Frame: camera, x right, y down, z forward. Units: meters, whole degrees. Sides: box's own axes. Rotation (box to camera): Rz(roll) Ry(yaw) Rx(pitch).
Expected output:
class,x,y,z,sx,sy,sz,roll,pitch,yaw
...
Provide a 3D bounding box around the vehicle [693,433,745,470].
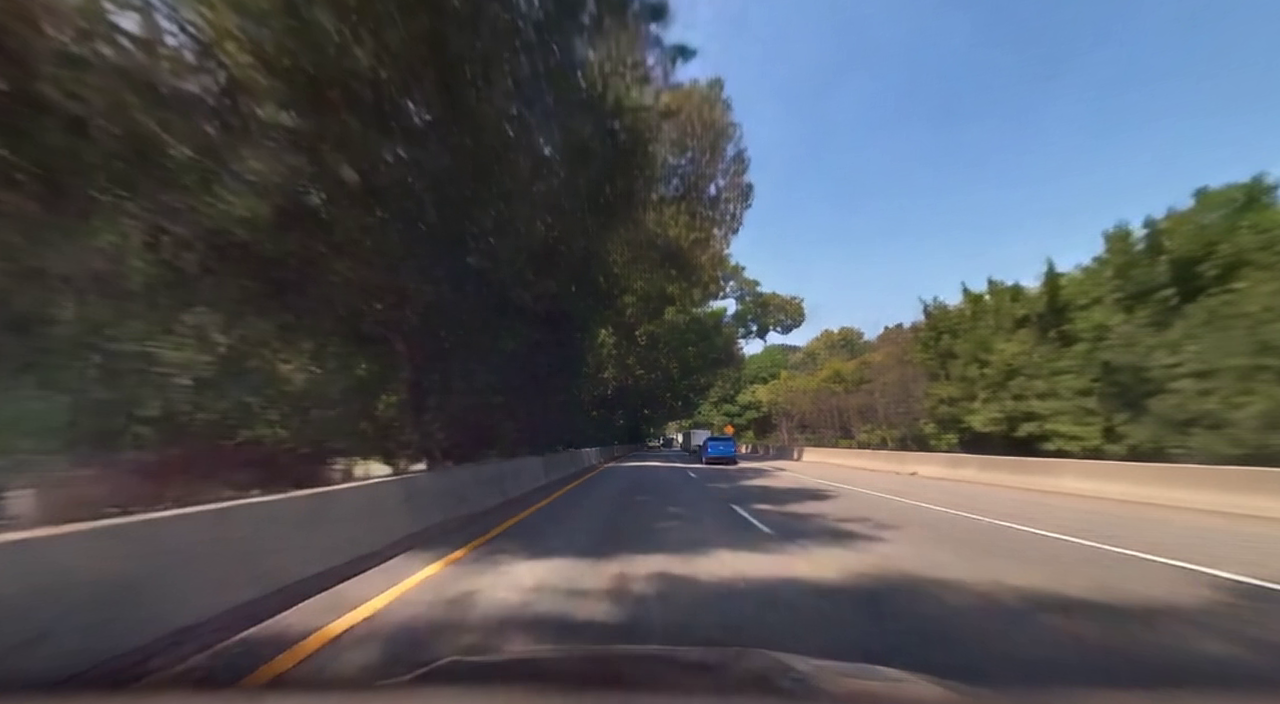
class,x,y,z,sx,sy,sz,roll,pitch,yaw
vehicle,3.811,4.870,31.094,2.022,1.663,4.245,0,-8,0
